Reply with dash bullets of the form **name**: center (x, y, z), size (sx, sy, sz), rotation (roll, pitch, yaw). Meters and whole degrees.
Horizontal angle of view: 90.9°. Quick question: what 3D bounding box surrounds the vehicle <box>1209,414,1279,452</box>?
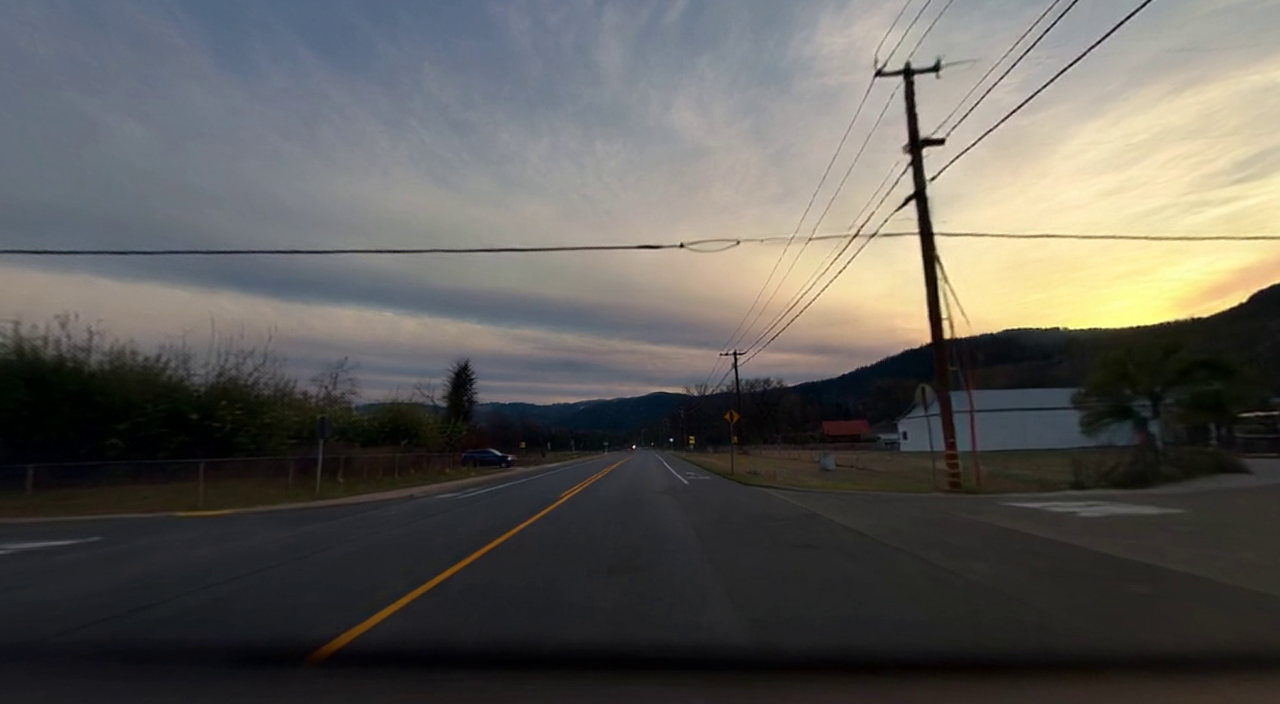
- **vehicle**: center (26.730, 3.554, 27.322), size (1.802, 1.479, 4.911), rotation (-4, -10, 28)
